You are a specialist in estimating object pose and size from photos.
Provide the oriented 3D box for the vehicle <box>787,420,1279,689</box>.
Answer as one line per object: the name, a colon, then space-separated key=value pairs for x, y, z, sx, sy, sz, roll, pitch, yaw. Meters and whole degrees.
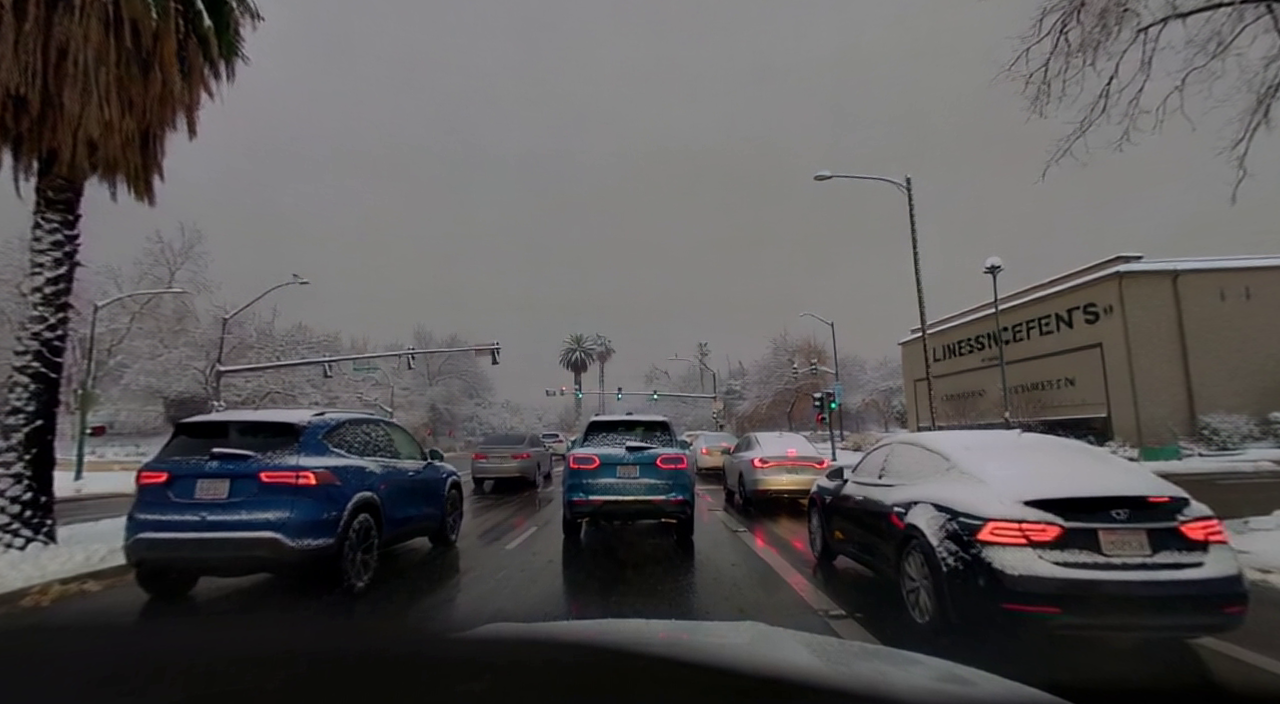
vehicle: x=2.969 y=1.477 z=5.907 sx=2.017 sy=1.491 sz=4.611 roll=0 pitch=-8 yaw=-1

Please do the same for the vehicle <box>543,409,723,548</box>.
vehicle: x=-0.144 y=1.928 z=10.267 sx=2.280 sy=1.747 sz=4.361 roll=0 pitch=-8 yaw=-2

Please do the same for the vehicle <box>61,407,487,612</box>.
vehicle: x=-3.332 y=1.529 z=7.065 sx=2.014 sy=1.534 sz=4.455 roll=0 pitch=-9 yaw=1

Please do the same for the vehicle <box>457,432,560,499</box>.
vehicle: x=-3.376 y=2.981 z=16.914 sx=1.927 sy=1.568 sz=3.733 roll=0 pitch=-8 yaw=0
